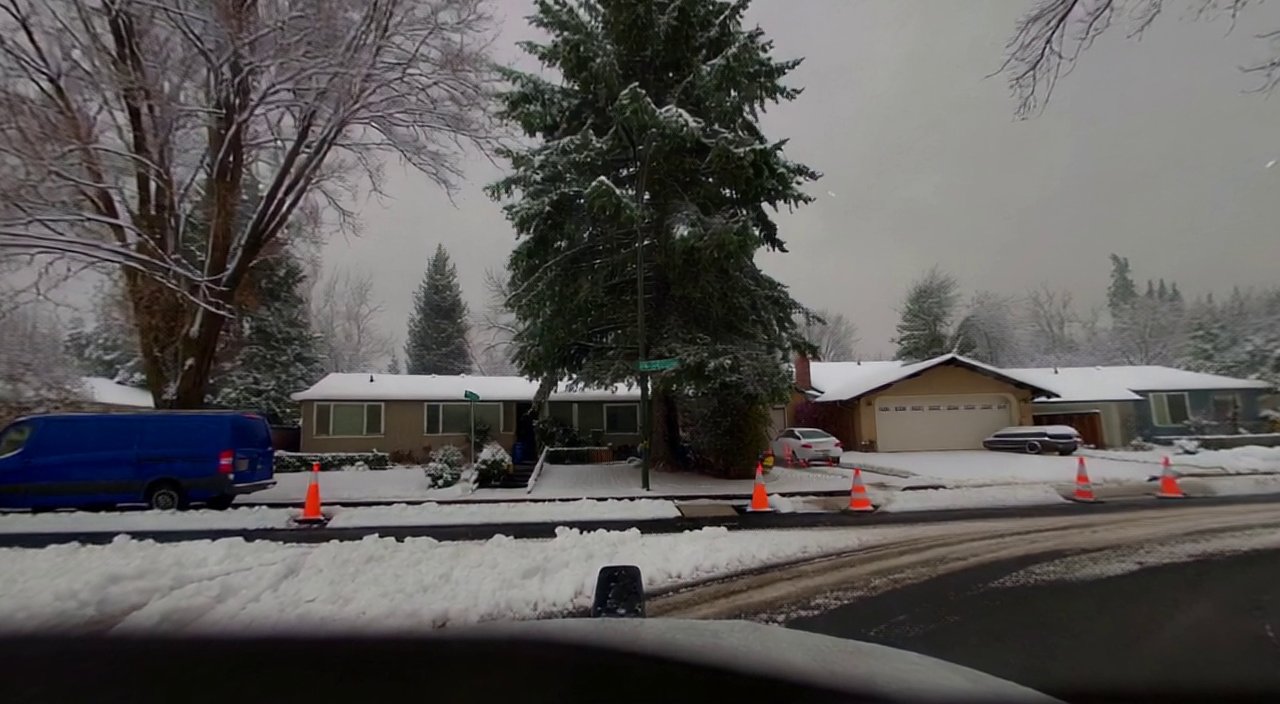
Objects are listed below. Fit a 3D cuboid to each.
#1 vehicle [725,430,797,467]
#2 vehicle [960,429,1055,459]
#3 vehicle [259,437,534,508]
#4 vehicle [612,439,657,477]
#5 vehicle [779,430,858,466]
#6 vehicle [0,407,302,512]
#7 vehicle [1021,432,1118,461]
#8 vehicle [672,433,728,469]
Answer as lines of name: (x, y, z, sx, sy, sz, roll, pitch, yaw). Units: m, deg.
vehicle: (5.340, 4.345, 28.508, 2.007, 1.555, 4.204, 1, -8, -7)
vehicle: (24.124, 6.034, 41.526, 4.984, 1.912, 2.132, 1, -8, -6)
vehicle: (-6.505, 3.332, 17.890, 6.643, 1.777, 2.925, 1, -8, -4)
vehicle: (-0.303, 4.644, 27.949, 1.648, 1.430, 3.654, 4, -9, -4)
vehicle: (8.054, 4.380, 28.947, 1.893, 1.529, 4.422, 1, -8, -7)
vehicle: (-14.089, 2.999, 17.442, 7.824, 2.323, 2.863, -3, -10, -2)
vehicle: (22.767, 5.015, 33.574, 3.863, 1.453, 1.826, 1, -8, -5)
vehicle: (2.600, 4.422, 28.375, 1.745, 1.461, 4.074, 1, -8, -6)
